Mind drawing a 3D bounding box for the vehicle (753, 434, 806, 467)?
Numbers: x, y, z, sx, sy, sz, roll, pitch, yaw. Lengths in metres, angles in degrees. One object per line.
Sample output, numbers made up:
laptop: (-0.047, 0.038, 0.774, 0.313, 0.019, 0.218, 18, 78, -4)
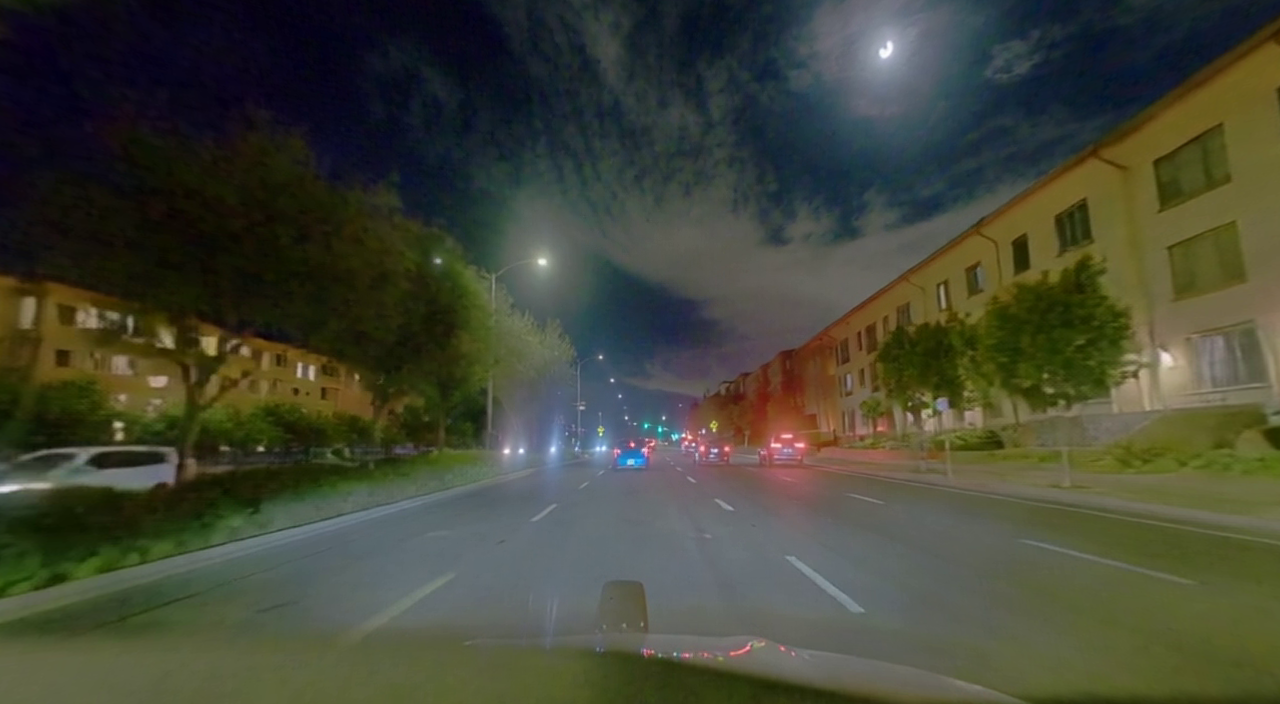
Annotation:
vehicle: (7.681, 5.457, 35.100, 1.972, 1.700, 4.269, 0, -8, 0)

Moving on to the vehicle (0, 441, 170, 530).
vehicle: (-13.969, 3.029, 14.931, 2.019, 1.778, 4.593, 0, -8, 1)

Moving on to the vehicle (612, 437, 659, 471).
vehicle: (-0.162, 4.837, 30.147, 2.102, 1.481, 3.907, 0, -8, 1)

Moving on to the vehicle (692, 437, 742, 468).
vehicle: (3.977, 5.254, 33.198, 2.067, 1.514, 4.188, 0, -8, 0)

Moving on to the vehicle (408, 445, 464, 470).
vehicle: (-13.340, 6.901, 41.455, 1.990, 1.481, 4.677, -1, -8, 2)
